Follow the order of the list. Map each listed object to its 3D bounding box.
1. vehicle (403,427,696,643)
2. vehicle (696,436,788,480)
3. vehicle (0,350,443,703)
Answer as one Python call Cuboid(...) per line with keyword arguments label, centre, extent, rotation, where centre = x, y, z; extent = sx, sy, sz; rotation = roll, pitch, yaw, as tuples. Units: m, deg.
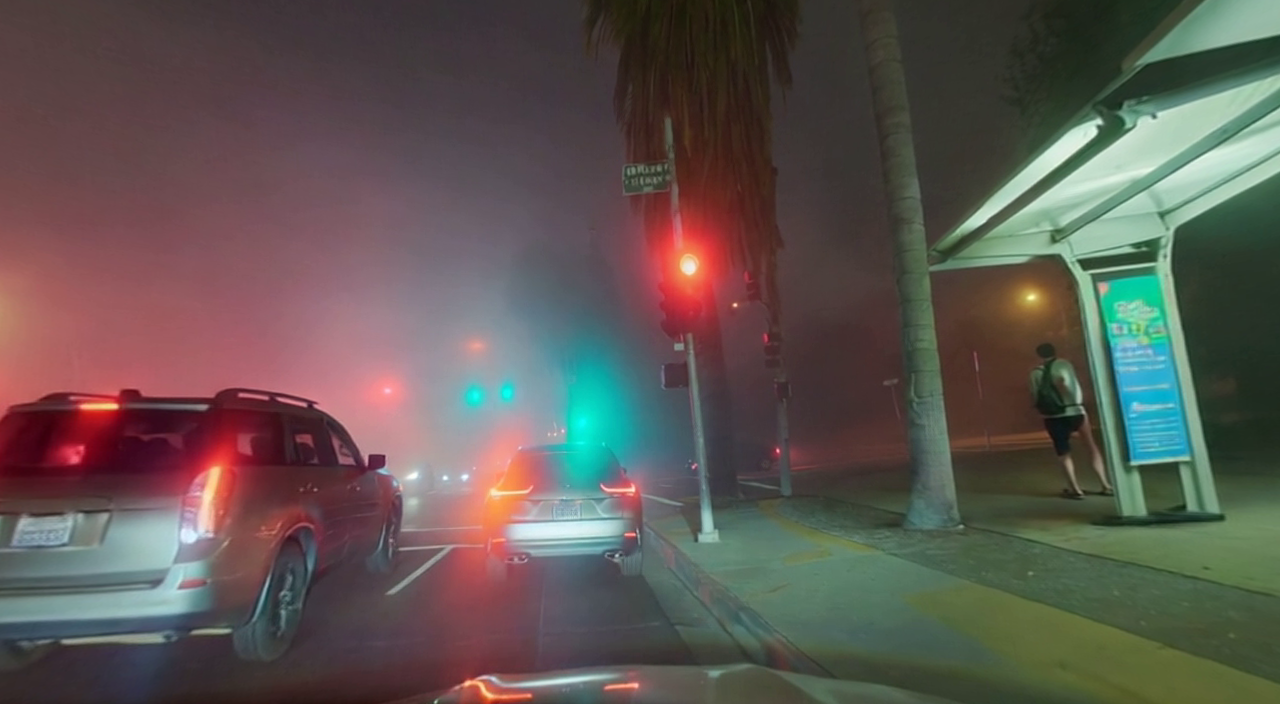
Cuboid(label="vehicle", centre=(-0.969, 1.607, 6.702), extent=(2.065, 1.467, 4.289), rotation=(1, -9, -10))
Cuboid(label="vehicle", centre=(5.091, 5.305, 31.756), extent=(3.986, 1.636, 1.903), rotation=(6, -2, -12))
Cuboid(label="vehicle", centre=(-3.146, 1.249, 5.279), extent=(2.098, 1.851, 4.571), rotation=(1, -9, -8))
